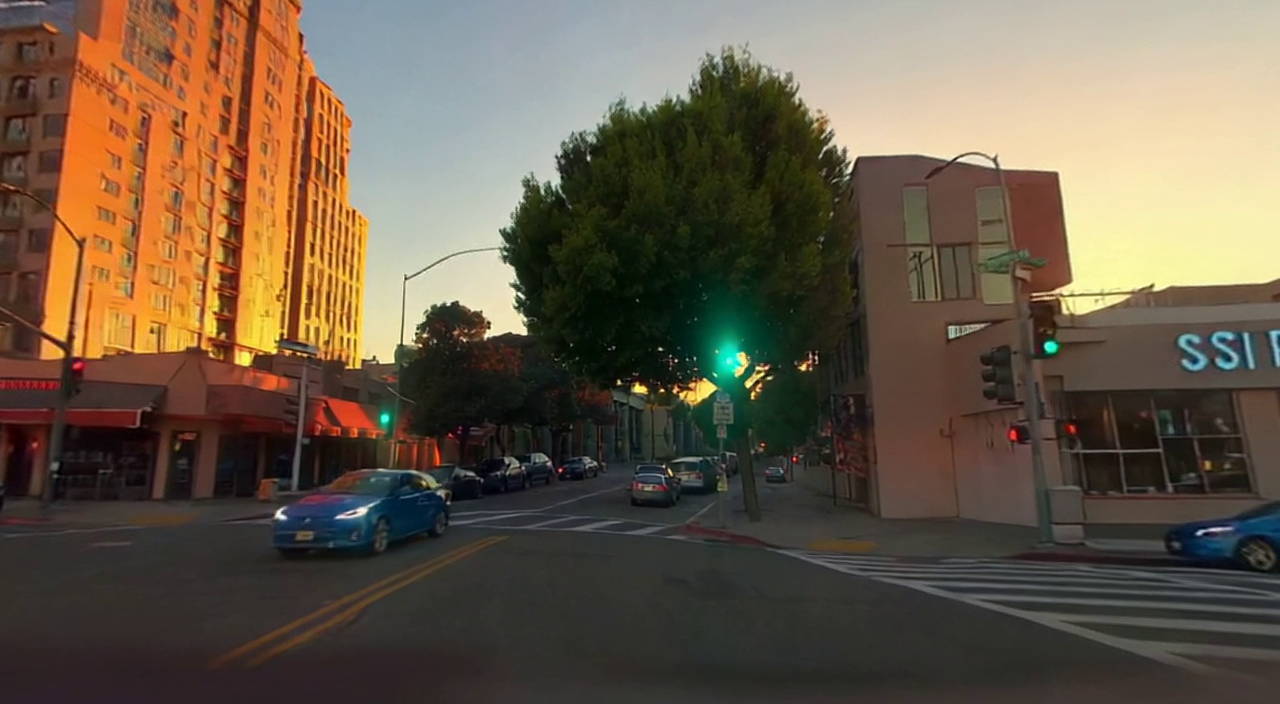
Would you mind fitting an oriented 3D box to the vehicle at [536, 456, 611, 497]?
[{"bbox_3d":[-3.086,5.937,30.481,2.181,1.723,4.692,-2,-9,12],"label":"vehicle"}]

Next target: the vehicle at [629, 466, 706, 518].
[{"bbox_3d":[1.075,4.863,22.330,1.892,1.481,4.365,-2,-9,13],"label":"vehicle"}]

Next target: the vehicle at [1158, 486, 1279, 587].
[{"bbox_3d":[11.783,3.042,10.533,4.426,1.446,1.795,-2,-9,12],"label":"vehicle"}]

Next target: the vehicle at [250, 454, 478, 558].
[{"bbox_3d":[-4.726,2.681,11.758,2.119,1.485,4.472,0,-9,1],"label":"vehicle"}]

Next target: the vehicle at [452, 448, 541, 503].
[{"bbox_3d":[-7.020,6.059,31.538,2.120,2.078,5.403,-6,-7,12],"label":"vehicle"}]
